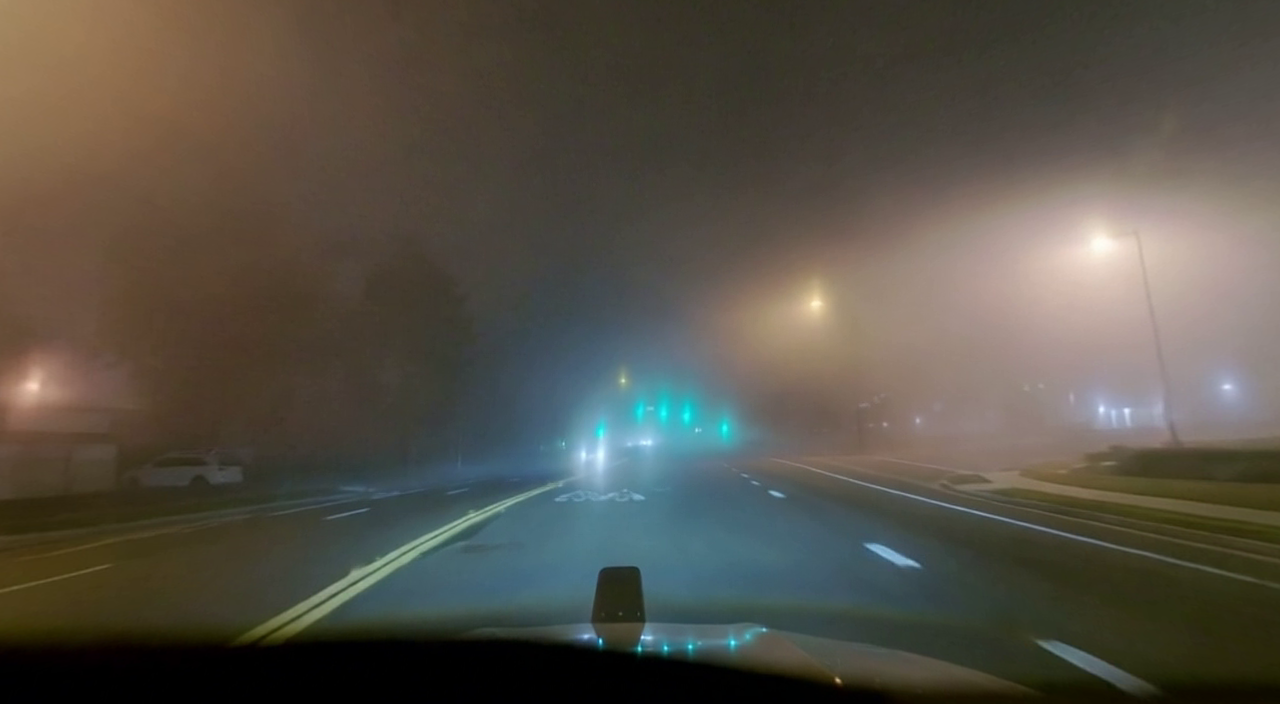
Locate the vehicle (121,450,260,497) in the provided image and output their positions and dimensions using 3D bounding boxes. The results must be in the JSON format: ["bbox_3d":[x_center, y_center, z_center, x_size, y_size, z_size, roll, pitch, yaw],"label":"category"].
[{"bbox_3d":[-19.166,5.145,27.303,2.030,1.759,4.949,-1,-8,5],"label":"vehicle"}]
